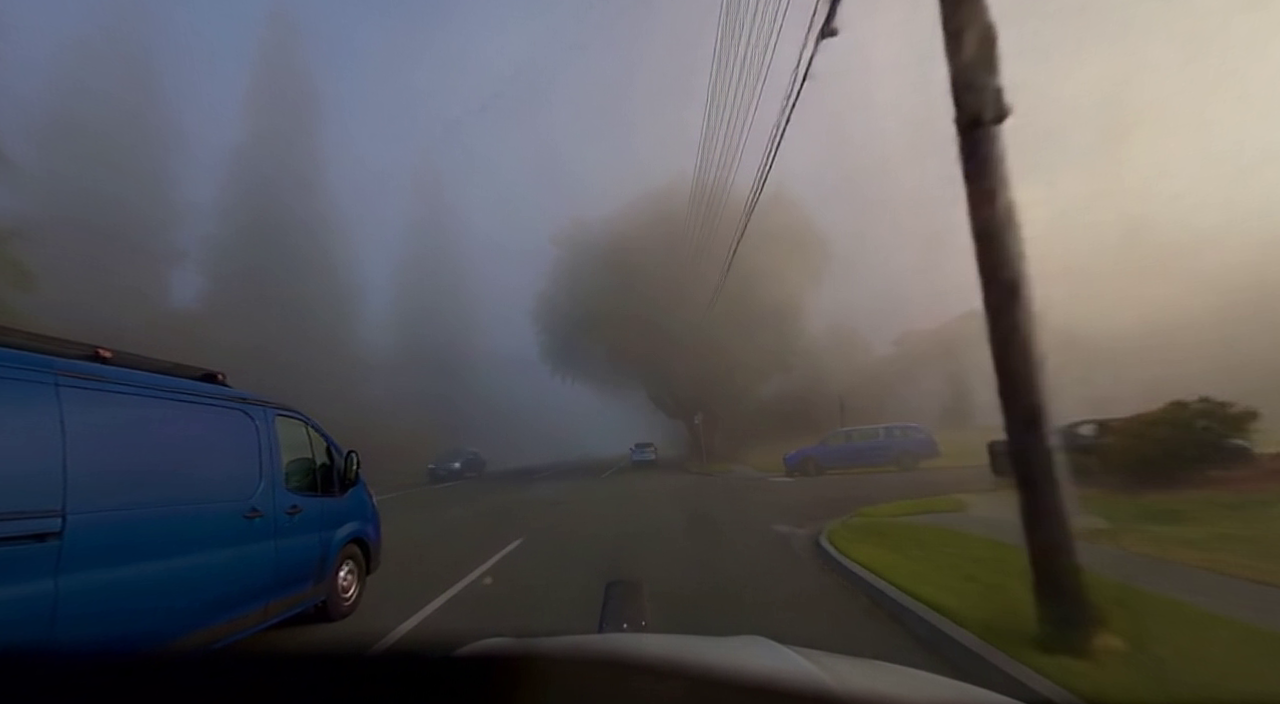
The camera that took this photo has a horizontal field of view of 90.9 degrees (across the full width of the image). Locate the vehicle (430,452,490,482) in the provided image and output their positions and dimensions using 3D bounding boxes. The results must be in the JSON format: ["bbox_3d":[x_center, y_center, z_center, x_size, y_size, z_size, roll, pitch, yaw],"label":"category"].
[{"bbox_3d":[-9.531,6.115,33.702,1.844,1.454,4.288,0,-9,1],"label":"vehicle"}]

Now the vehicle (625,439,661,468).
[{"bbox_3d":[0.208,6.327,39.385,2.120,1.718,3.909,0,-9,1],"label":"vehicle"}]

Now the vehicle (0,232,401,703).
[{"bbox_3d":[-3.443,0.752,2.851,2.336,2.152,5.866,0,-9,1],"label":"vehicle"}]

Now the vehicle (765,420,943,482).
[{"bbox_3d":[6.754,3.189,20.407,5.012,1.711,2.457,-5,-8,15],"label":"vehicle"}]

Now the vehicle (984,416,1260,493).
[{"bbox_3d":[10.103,2.187,13.518,4.295,1.505,1.918,0,-9,1],"label":"vehicle"}]
